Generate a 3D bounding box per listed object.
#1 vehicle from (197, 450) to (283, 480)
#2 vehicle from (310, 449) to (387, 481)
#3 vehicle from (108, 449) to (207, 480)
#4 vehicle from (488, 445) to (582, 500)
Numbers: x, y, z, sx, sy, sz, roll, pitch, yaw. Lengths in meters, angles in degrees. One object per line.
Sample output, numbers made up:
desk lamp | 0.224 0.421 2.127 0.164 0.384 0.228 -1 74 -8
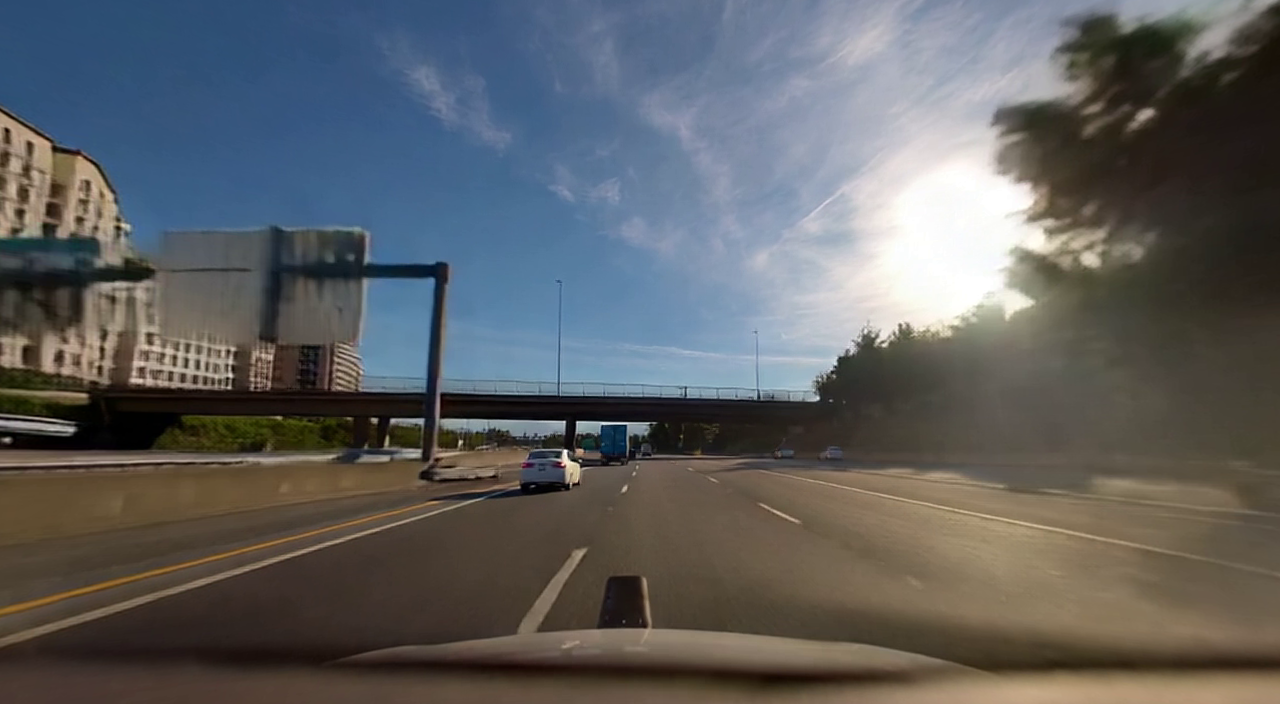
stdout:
vehicle | -22.440 6.331 35.574 1.885 1.569 4.409 0 -9 1
vehicle | -14.884 5.768 32.420 1.843 1.493 4.235 0 -9 2
vehicle | -26.830 6.256 35.264 1.931 1.613 4.469 0 -9 1
vehicle | -3.075 3.670 19.502 2.039 1.478 4.483 0 -9 1
